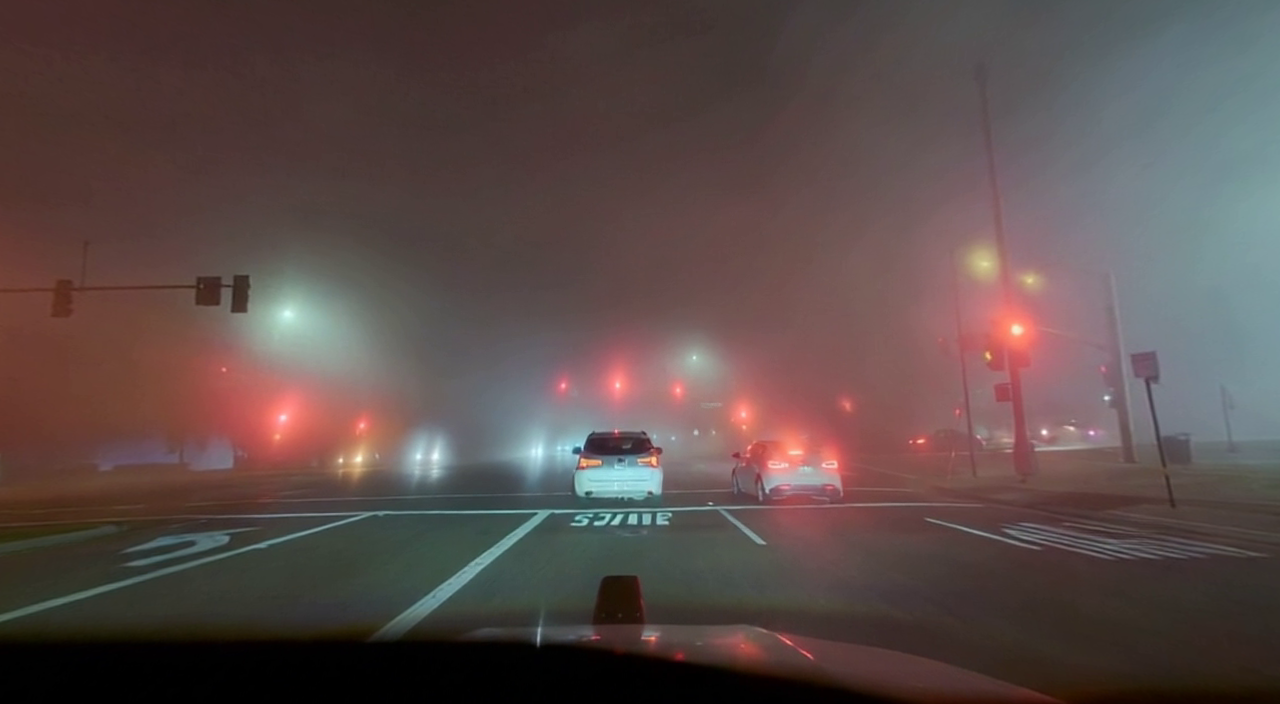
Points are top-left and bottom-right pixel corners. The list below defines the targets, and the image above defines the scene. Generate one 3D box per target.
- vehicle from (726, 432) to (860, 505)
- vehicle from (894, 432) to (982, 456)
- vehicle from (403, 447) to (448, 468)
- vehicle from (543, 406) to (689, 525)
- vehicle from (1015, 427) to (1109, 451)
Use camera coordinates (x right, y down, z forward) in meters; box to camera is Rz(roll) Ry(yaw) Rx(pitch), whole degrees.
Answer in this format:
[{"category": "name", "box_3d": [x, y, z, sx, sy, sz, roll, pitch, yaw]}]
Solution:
[{"category": "vehicle", "box_3d": [3.449, 2.724, 15.203, 2.080, 1.472, 4.401, 0, -9, 0]}, {"category": "vehicle", "box_3d": [19.516, 6.021, 41.459, 4.851, 1.517, 1.720, 0, -9, -3]}, {"category": "vehicle", "box_3d": [-16.245, 8.019, 48.126, 1.920, 1.461, 4.415, 0, -9, 0]}, {"category": "vehicle", "box_3d": [-0.387, 2.130, 12.250, 2.313, 1.860, 4.319, 0, -9, 0]}, {"category": "vehicle", "box_3d": [27.621, 5.732, 41.424, 4.766, 1.462, 1.872, 0, -9, 0]}]
